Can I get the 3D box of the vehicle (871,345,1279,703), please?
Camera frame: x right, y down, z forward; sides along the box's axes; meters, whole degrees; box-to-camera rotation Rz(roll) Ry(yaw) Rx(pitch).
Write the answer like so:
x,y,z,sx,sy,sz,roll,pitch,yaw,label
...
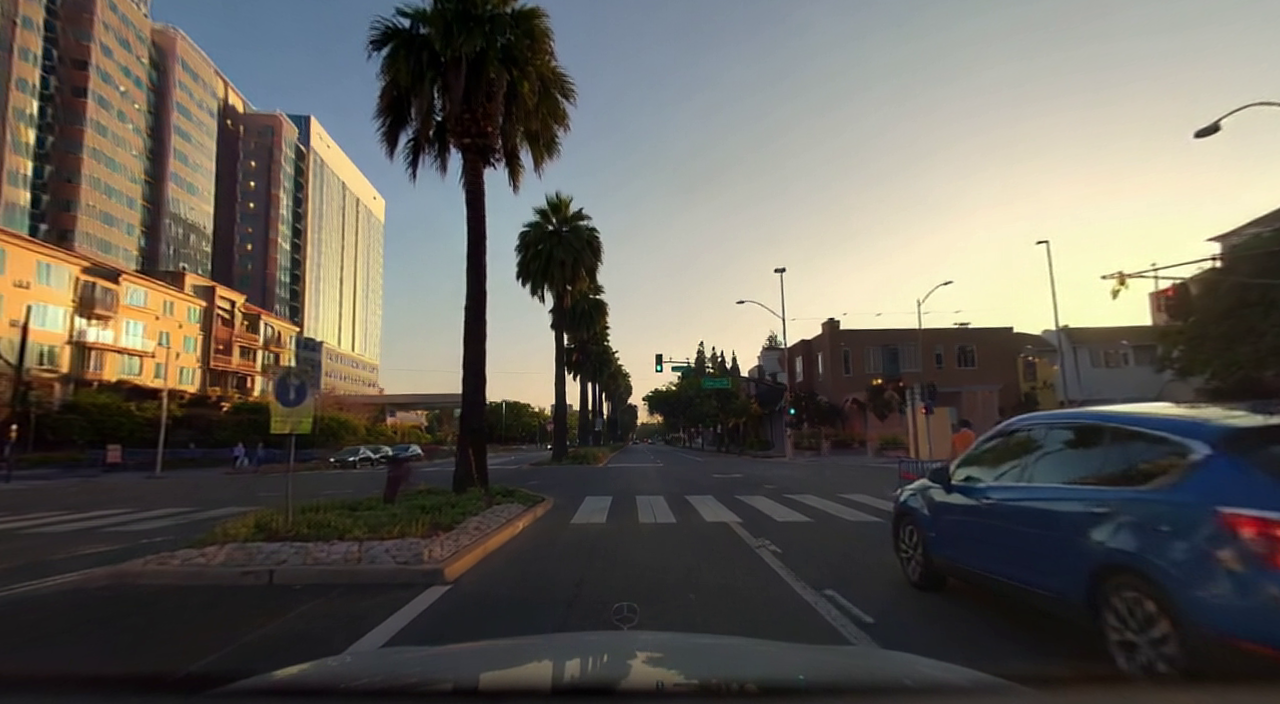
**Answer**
x,y,z,sx,sy,sz,roll,pitch,yaw,label
3.348,1.060,4.070,2.060,1.631,4.169,0,-9,-1,vehicle
